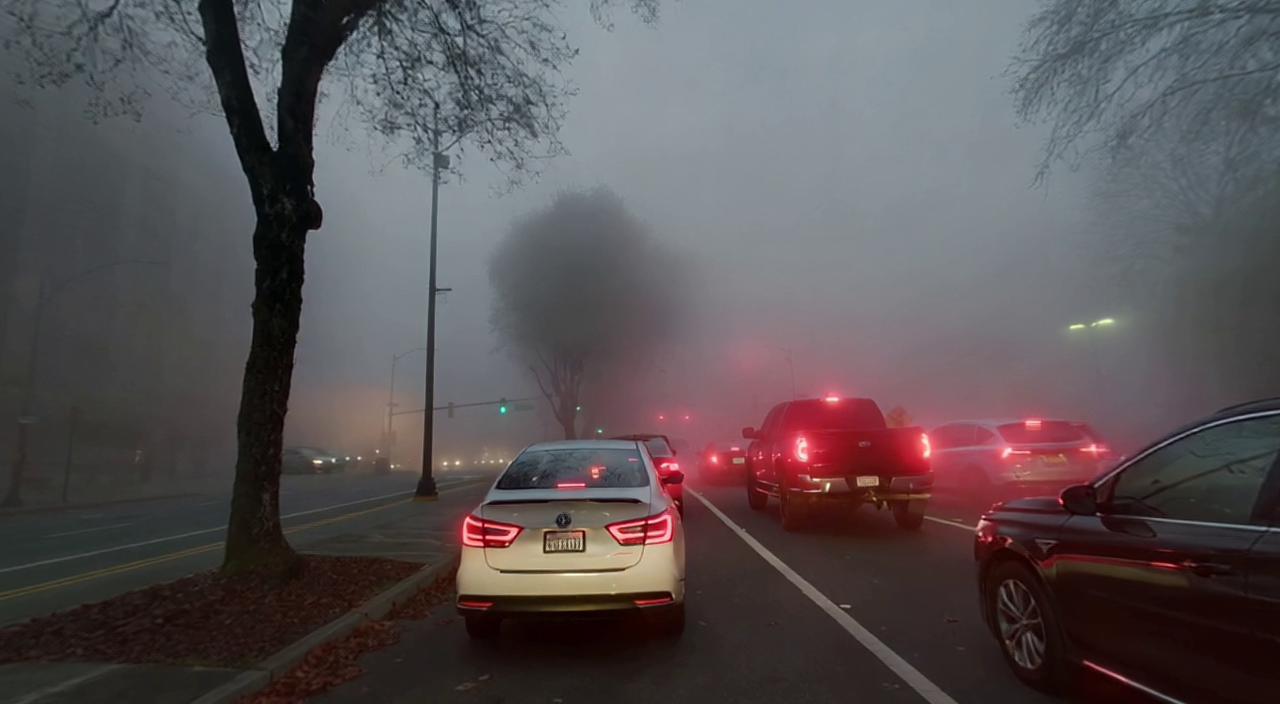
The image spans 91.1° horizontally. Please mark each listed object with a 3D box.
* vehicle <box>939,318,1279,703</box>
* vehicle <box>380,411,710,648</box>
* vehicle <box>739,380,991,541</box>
[{"bbox_3d":[3.151,0.754,2.079,2.024,1.723,4.714,0,-9,1],"label":"vehicle"},{"bbox_3d":[-0.564,1.484,6.328,2.172,1.536,4.250,0,-9,2],"label":"vehicle"},{"bbox_3d":[3.549,1.918,11.611,2.497,2.186,5.890,0,-8,1],"label":"vehicle"}]
